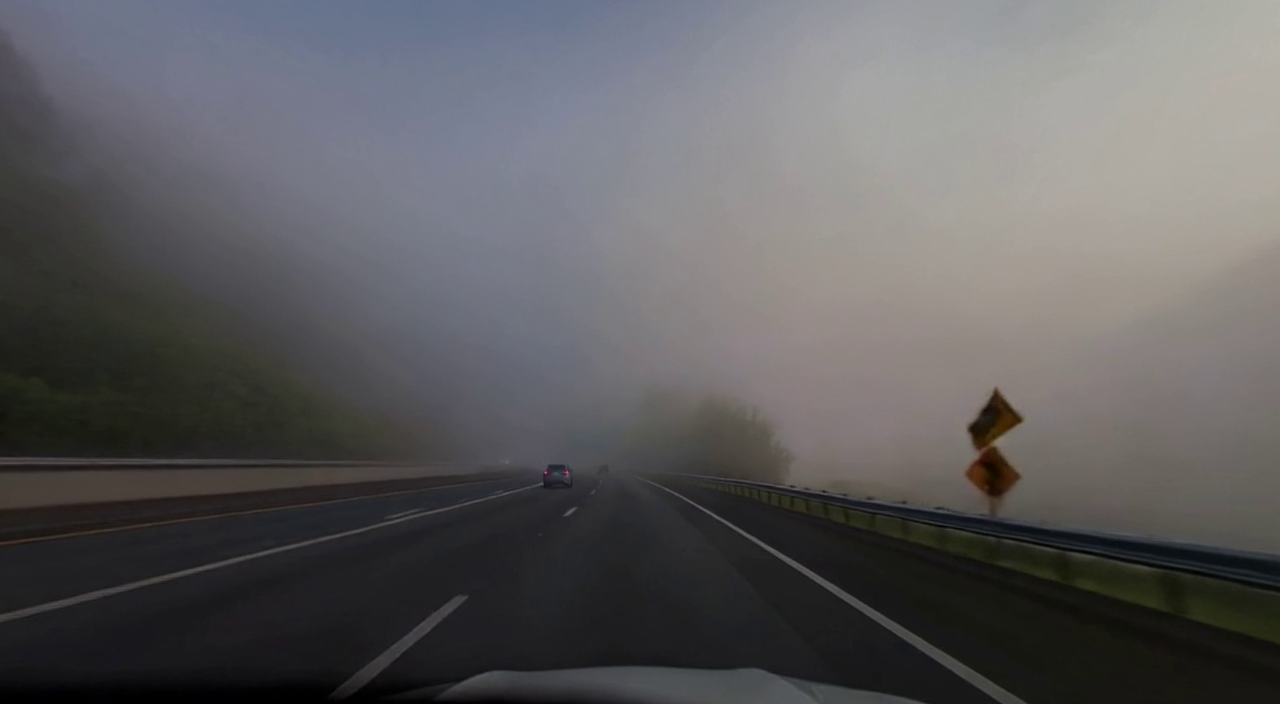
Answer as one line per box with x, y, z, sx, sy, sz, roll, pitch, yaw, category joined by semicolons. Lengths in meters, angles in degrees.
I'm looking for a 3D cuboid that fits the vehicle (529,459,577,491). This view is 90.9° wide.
-4.628;6.669;34.342;2.115;1.546;4.638;1;-10;-2;vehicle
